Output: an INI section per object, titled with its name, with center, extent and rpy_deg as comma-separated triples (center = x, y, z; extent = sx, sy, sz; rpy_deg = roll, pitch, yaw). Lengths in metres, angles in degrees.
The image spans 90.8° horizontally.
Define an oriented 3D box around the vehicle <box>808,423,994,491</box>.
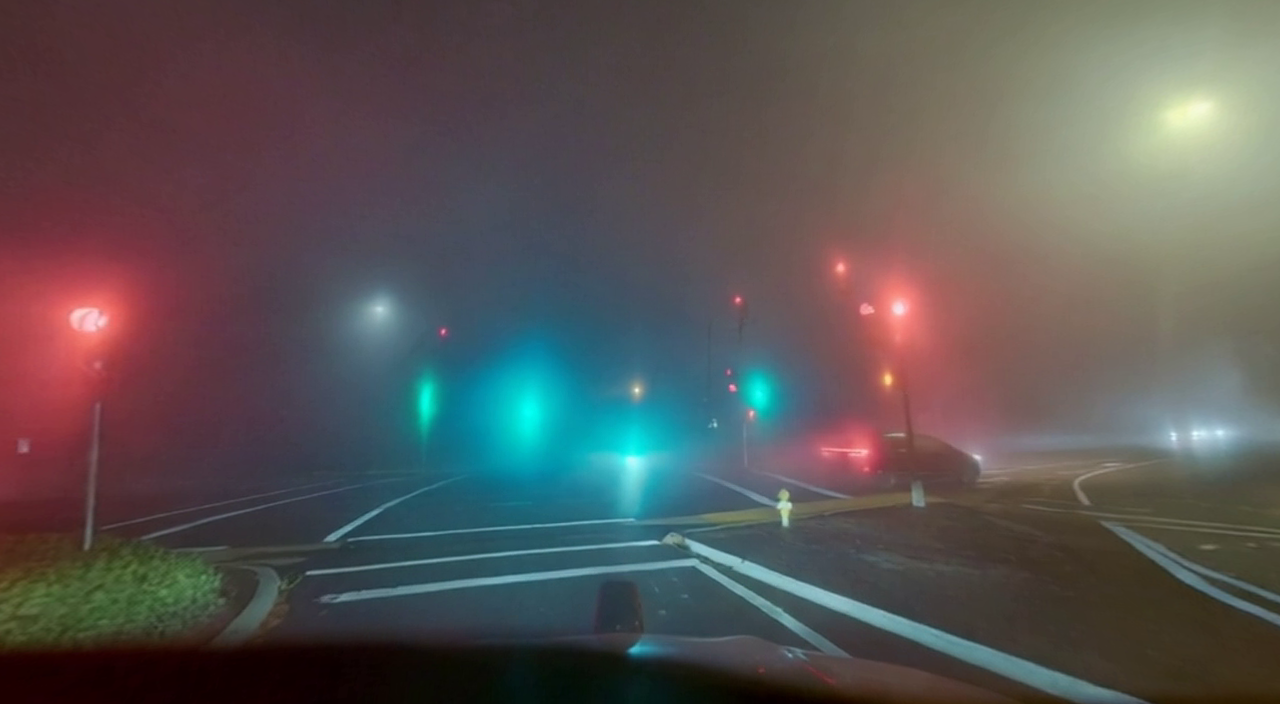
[vehicle]
center = 6.985, 2.759, 16.916
extent = 4.545, 1.602, 2.014
rpy_deg = 4, -9, -26
